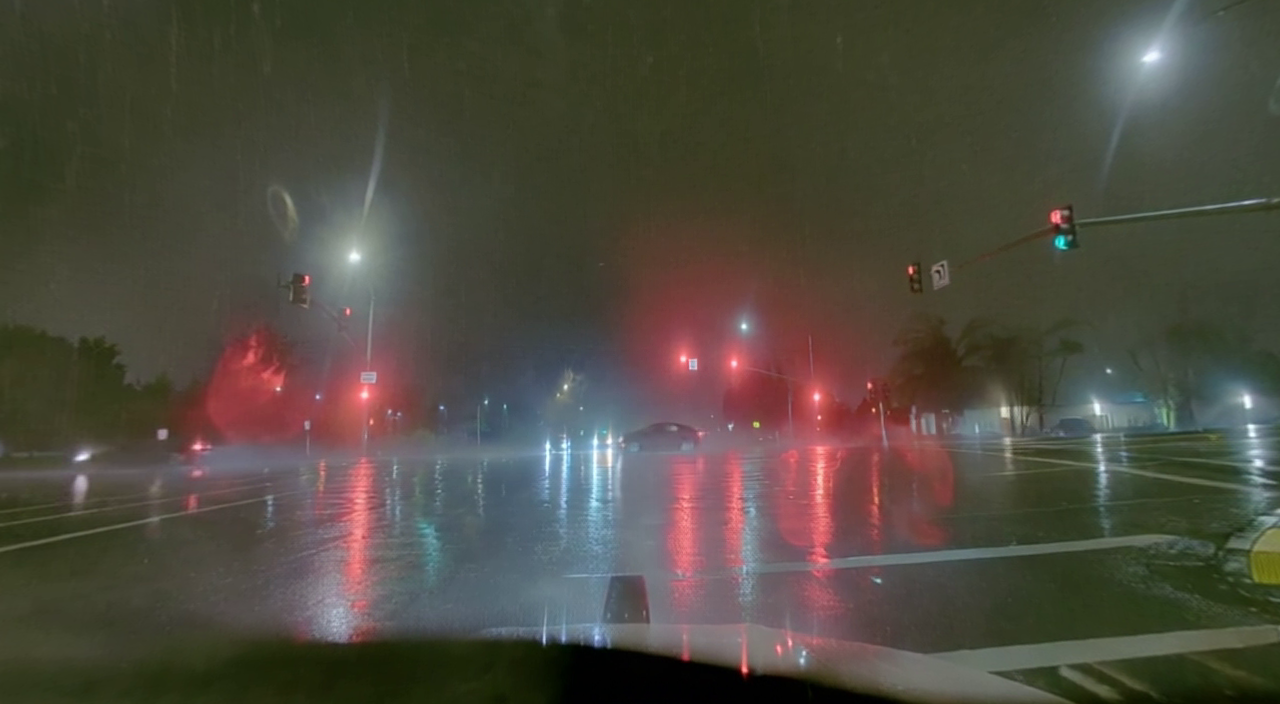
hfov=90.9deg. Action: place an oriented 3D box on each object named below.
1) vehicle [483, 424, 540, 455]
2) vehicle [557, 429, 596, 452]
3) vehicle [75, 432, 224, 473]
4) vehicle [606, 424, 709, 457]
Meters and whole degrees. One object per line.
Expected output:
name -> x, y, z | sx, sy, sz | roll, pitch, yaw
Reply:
vehicle -> -8.236, 5.736, 40.909 | 2.000, 1.864, 5.044 | -1, -9, 7
vehicle -> -4.351, 6.158, 43.761 | 1.919, 1.467, 4.086 | -1, -9, 6
vehicle -> -20.223, 4.154, 26.196 | 4.407, 1.569, 1.859 | 2, -9, -11
vehicle -> 0.766, 4.095, 29.106 | 4.510, 1.431, 1.884 | 1, -9, -8
